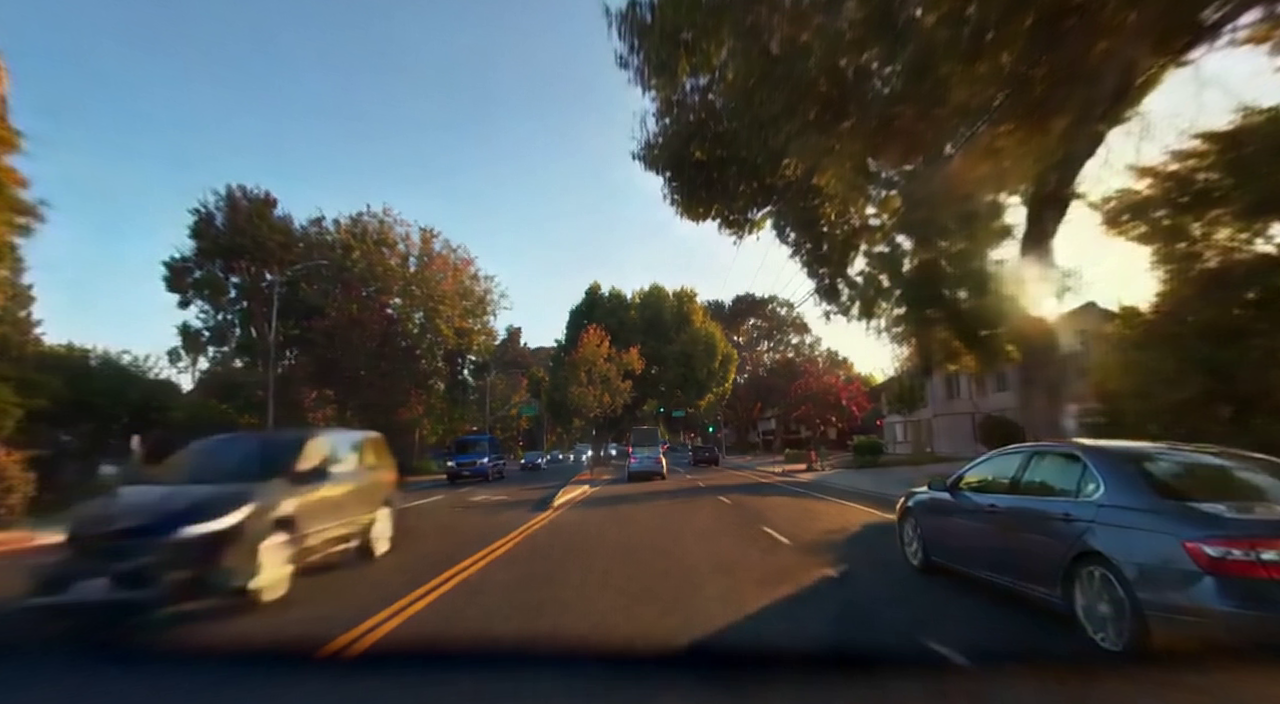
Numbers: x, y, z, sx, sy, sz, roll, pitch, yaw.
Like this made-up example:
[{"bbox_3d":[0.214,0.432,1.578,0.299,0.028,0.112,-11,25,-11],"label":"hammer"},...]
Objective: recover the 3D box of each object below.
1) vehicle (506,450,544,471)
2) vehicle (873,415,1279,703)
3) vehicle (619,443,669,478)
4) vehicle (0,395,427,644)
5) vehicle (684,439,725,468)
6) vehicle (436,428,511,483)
[{"bbox_3d":[-8.407,7.983,46.623,2.070,1.454,4.400,0,-9,-1],"label":"vehicle"},{"bbox_3d":[3.559,1.301,4.688,1.973,1.447,4.402,0,-9,0],"label":"vehicle"},{"bbox_3d":[0.153,4.956,29.147,2.114,1.483,4.207,0,-9,0],"label":"vehicle"},{"bbox_3d":[-4.187,1.560,7.009,2.054,1.772,4.817,0,-9,-1],"label":"vehicle"},{"bbox_3d":[4.317,6.886,42.865,2.187,1.847,4.553,0,-9,-1],"label":"vehicle"},{"bbox_3d":[-8.380,5.270,32.429,2.383,2.558,5.821,0,-9,-1],"label":"vehicle"}]
